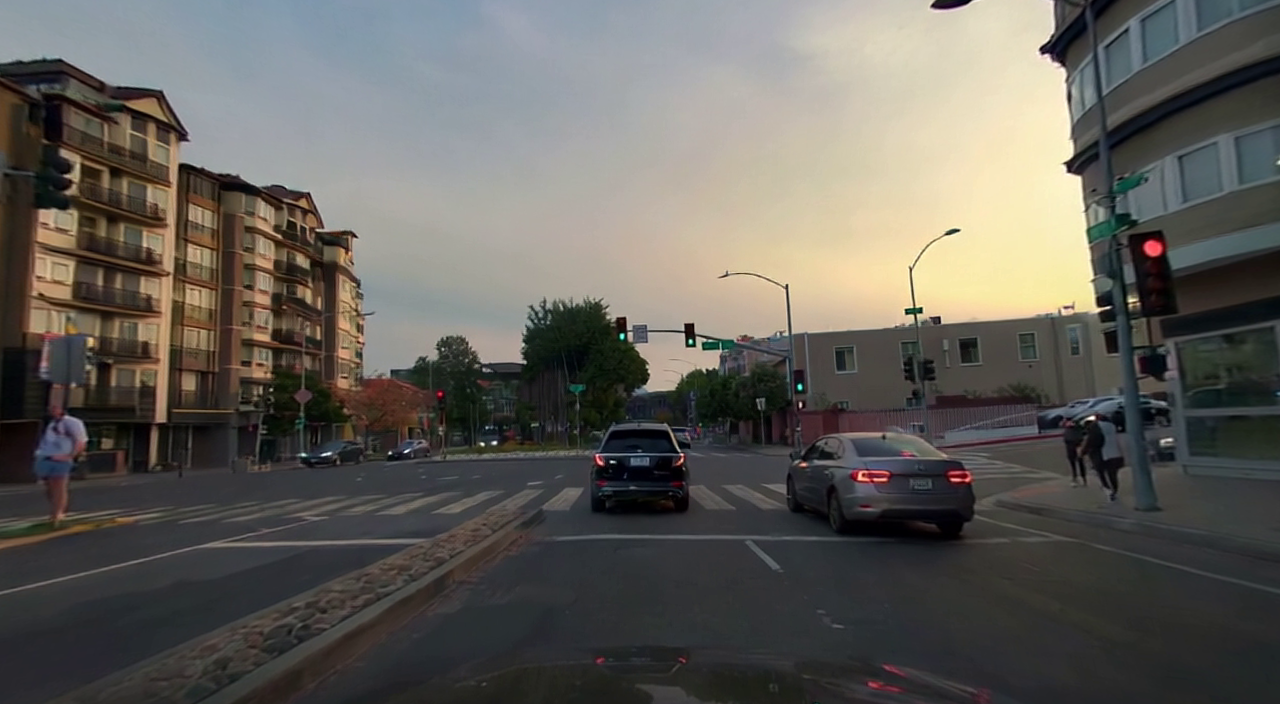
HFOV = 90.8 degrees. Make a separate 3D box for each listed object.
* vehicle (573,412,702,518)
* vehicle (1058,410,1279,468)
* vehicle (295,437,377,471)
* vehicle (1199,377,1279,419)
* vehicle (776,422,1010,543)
[{"bbox_3d":[-0.009,2.215,12.785,2.168,1.776,4.135,0,-8,1],"label":"vehicle"},{"bbox_3d":[14.281,2.373,17.227,4.354,1.466,1.863,0,-8,1],"label":"vehicle"},{"bbox_3d":[-16.622,5.594,34.843,2.132,1.710,4.504,-1,-8,3],"label":"vehicle"},{"bbox_3d":[26.749,1.956,26.773,4.287,1.639,1.729,0,-8,2],"label":"vehicle"},{"bbox_3d":[3.739,2.014,10.423,1.987,1.538,4.510,0,-8,0],"label":"vehicle"}]
